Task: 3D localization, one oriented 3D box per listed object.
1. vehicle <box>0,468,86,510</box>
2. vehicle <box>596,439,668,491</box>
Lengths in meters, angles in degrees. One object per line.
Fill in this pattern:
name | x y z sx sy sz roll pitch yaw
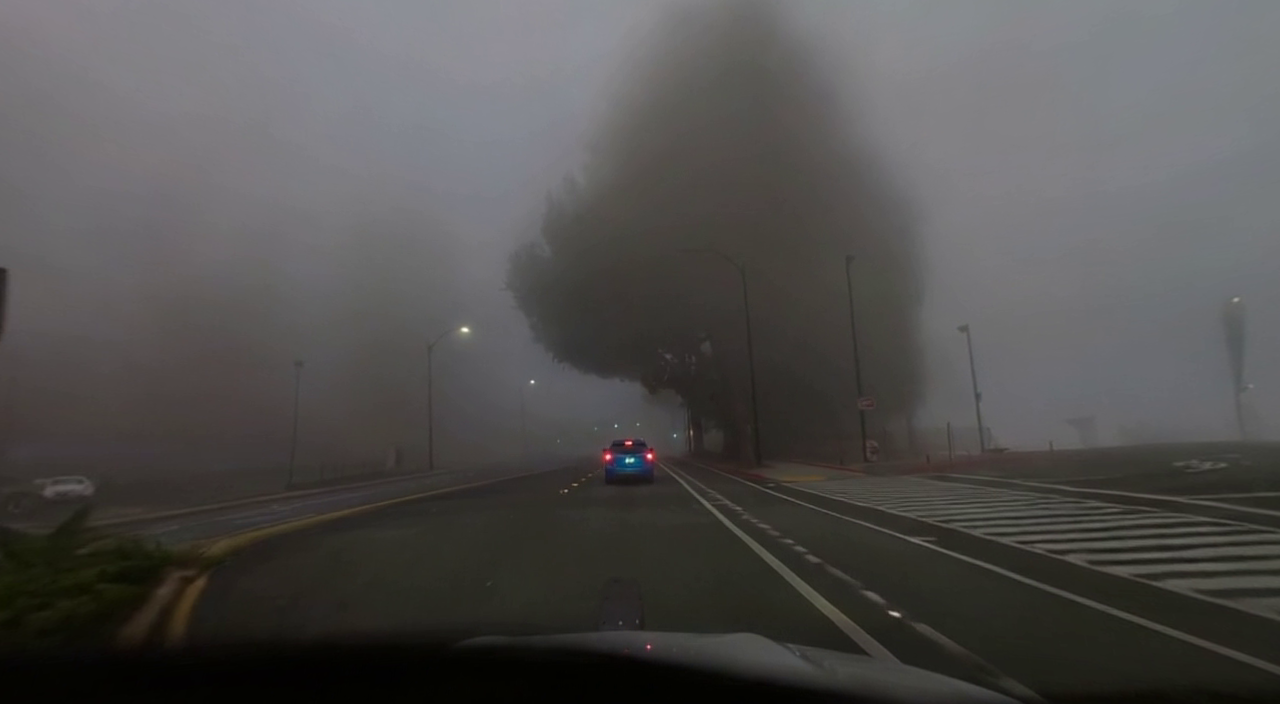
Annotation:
vehicle | -23.127 5.078 23.443 3.376 1.383 1.795 0 -8 -2
vehicle | -0.240 3.801 21.705 2.221 1.570 4.398 0 -8 0
